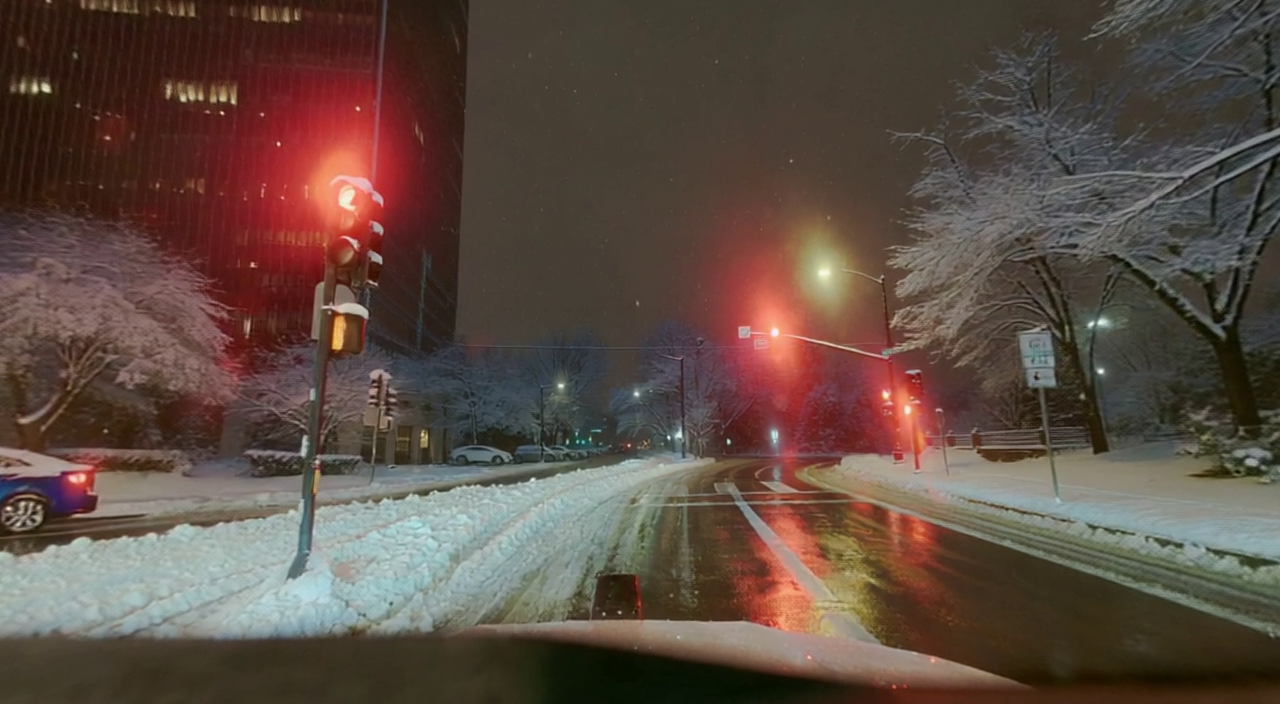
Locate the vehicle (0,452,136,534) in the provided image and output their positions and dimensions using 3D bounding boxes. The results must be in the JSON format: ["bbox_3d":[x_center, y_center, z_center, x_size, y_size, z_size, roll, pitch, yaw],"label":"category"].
[{"bbox_3d":[-12.853,2.716,12.272,4.598,1.490,1.816,7,-11,-40],"label":"vehicle"}]

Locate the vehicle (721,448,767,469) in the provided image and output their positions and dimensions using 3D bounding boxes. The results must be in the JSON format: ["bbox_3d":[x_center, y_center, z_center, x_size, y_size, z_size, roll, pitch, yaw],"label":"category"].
[{"bbox_3d":[7.868,8.125,48.415,1.829,1.440,4.384,2,-9,-14],"label":"vehicle"}]
